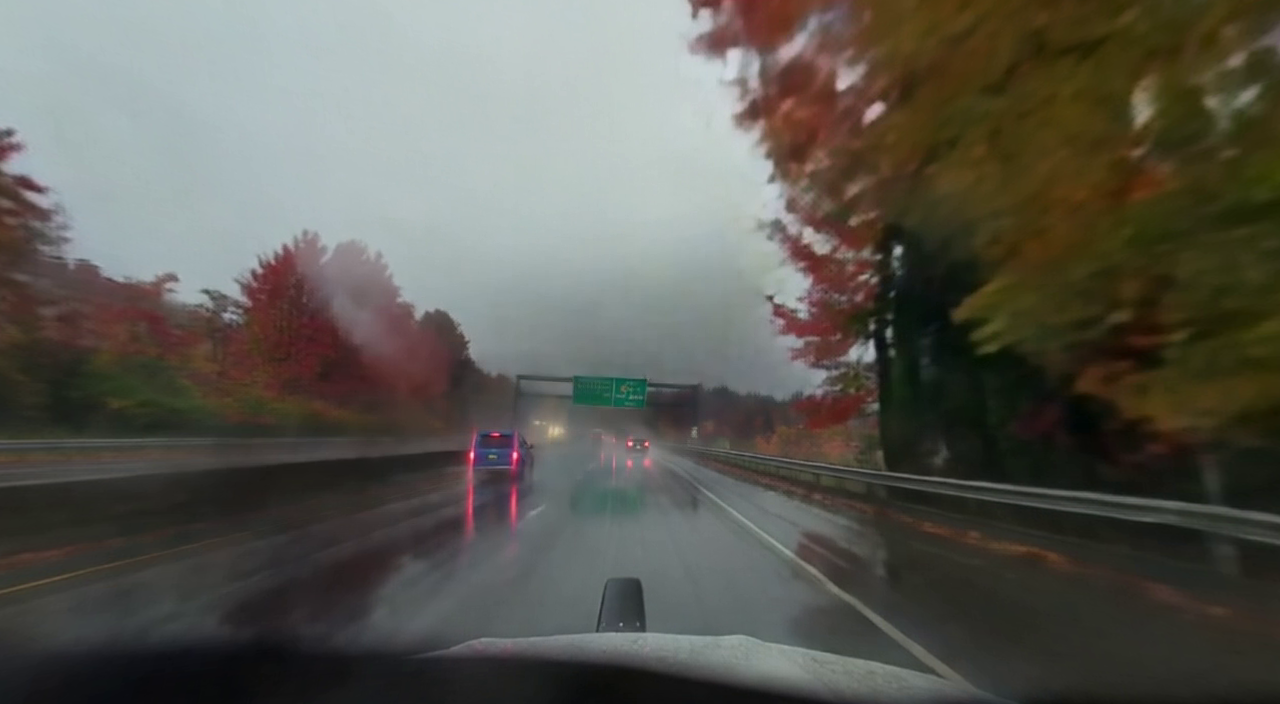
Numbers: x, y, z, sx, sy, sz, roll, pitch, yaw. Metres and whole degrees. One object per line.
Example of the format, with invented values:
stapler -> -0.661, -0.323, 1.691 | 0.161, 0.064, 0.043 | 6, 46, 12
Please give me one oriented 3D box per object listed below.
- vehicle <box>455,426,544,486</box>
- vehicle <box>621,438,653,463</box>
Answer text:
vehicle -> -4.411, 3.325, 20.443 | 1.924, 1.720, 4.195 | 0, -8, 0
vehicle -> -0.209, 6.242, 39.961 | 1.939, 1.497, 3.863 | 0, -8, -1
